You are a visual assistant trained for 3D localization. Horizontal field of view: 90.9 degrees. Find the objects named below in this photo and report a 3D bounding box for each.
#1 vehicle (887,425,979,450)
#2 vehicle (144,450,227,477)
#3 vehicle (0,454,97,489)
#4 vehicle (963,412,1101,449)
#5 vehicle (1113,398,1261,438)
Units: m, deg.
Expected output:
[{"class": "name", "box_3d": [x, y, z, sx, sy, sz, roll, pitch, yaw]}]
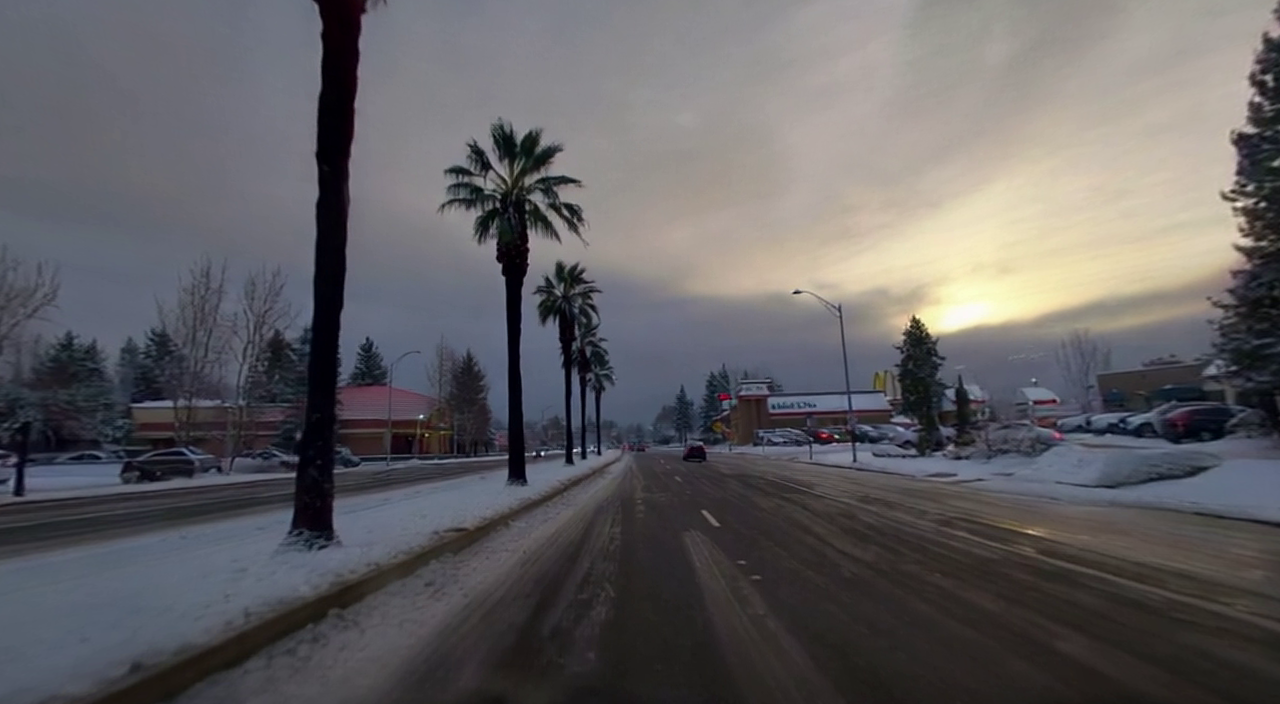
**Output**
[{"class": "vehicle", "box_3d": [18.104, 5.322, 39.128, 4.691, 1.545, 1.900, -1, -8, 4]}, {"class": "vehicle", "box_3d": [-28.501, 6.965, 39.744, 2.067, 1.563, 4.043, 0, -8, 2]}, {"class": "vehicle", "box_3d": [-28.046, 5.498, 29.224, 2.023, 1.468, 4.153, 0, -10, 0]}, {"class": "vehicle", "box_3d": [18.852, 3.829, 30.542, 5.123, 1.730, 2.183, 0, -8, 3]}, {"class": "vehicle", "box_3d": [30.714, 3.758, 35.583, 6.052, 2.013, 2.331, 1, -11, 1]}]
